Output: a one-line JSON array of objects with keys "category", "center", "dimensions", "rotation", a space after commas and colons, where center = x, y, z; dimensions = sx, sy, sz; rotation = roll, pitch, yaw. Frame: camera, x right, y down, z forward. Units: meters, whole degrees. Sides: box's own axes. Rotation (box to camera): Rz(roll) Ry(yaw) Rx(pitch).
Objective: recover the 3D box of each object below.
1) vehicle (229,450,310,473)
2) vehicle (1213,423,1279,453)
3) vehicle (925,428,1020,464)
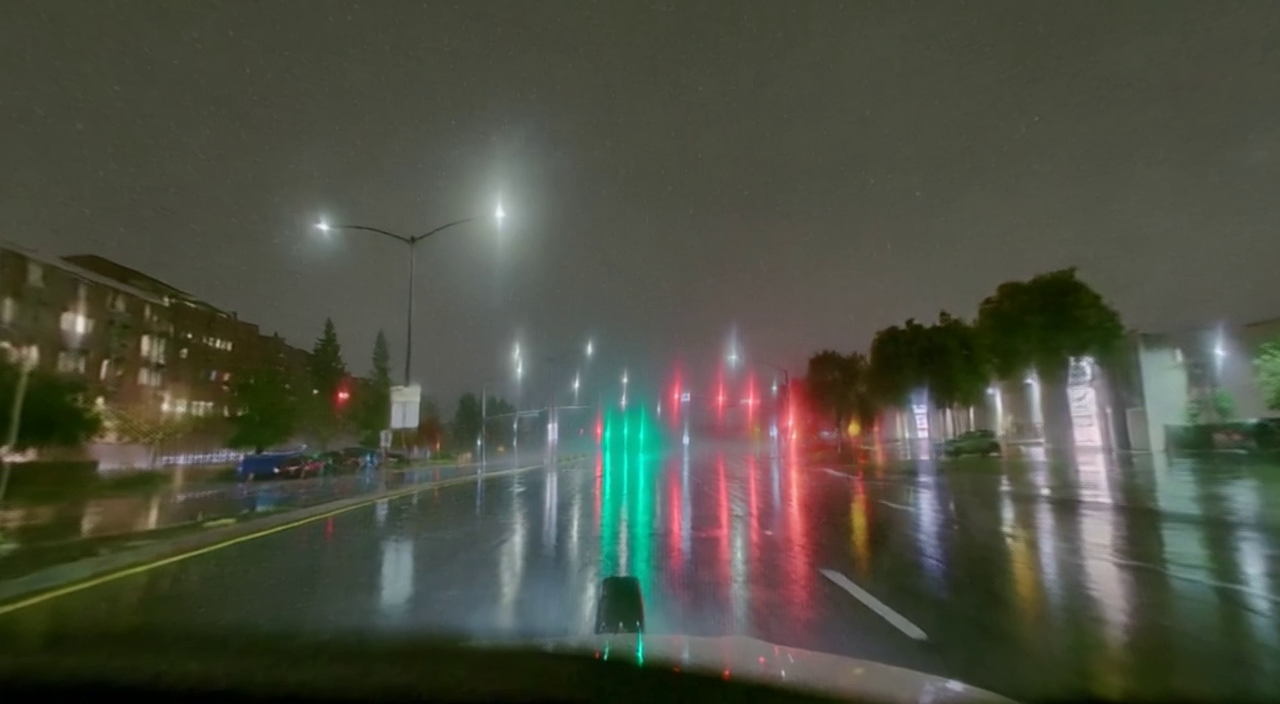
[{"category": "vehicle", "center": [-28.467, 8.396, 48.653], "dimensions": [4.913, 1.677, 2.032], "rotation": [0, -9, -1]}, {"category": "vehicle", "center": [31.955, 4.381, 32.213], "dimensions": [1.574, 1.448, 3.558], "rotation": [3, -9, -23]}, {"category": "vehicle", "center": [19.609, 5.573, 37.533], "dimensions": [2.074, 1.959, 4.793], "rotation": [3, -9, -18]}]
